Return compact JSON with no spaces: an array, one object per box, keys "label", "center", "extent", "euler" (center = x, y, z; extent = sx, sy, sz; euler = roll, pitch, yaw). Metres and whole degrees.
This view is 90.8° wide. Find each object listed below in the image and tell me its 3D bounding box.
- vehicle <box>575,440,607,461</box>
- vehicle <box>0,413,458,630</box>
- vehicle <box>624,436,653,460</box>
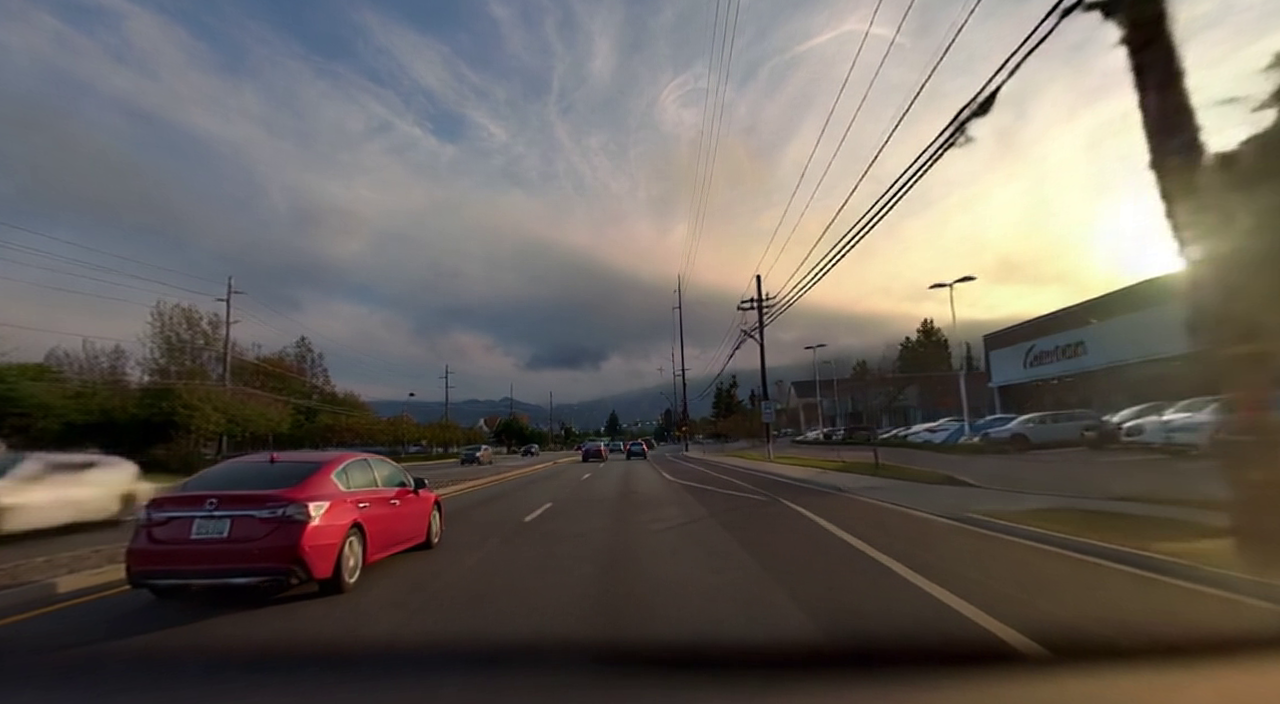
[{"label":"vehicle","center":[-3.696,7.521,48.164],"extent":[2.021,1.486,3.623],"euler":[-1,-9,1]},{"label":"vehicle","center":[-3.599,1.532,6.780],"extent":[1.928,1.488,4.635],"euler":[0,-9,0]},{"label":"vehicle","center":[-0.100,7.523,49.324],"extent":[2.182,1.773,4.041],"euler":[0,-9,0]}]
